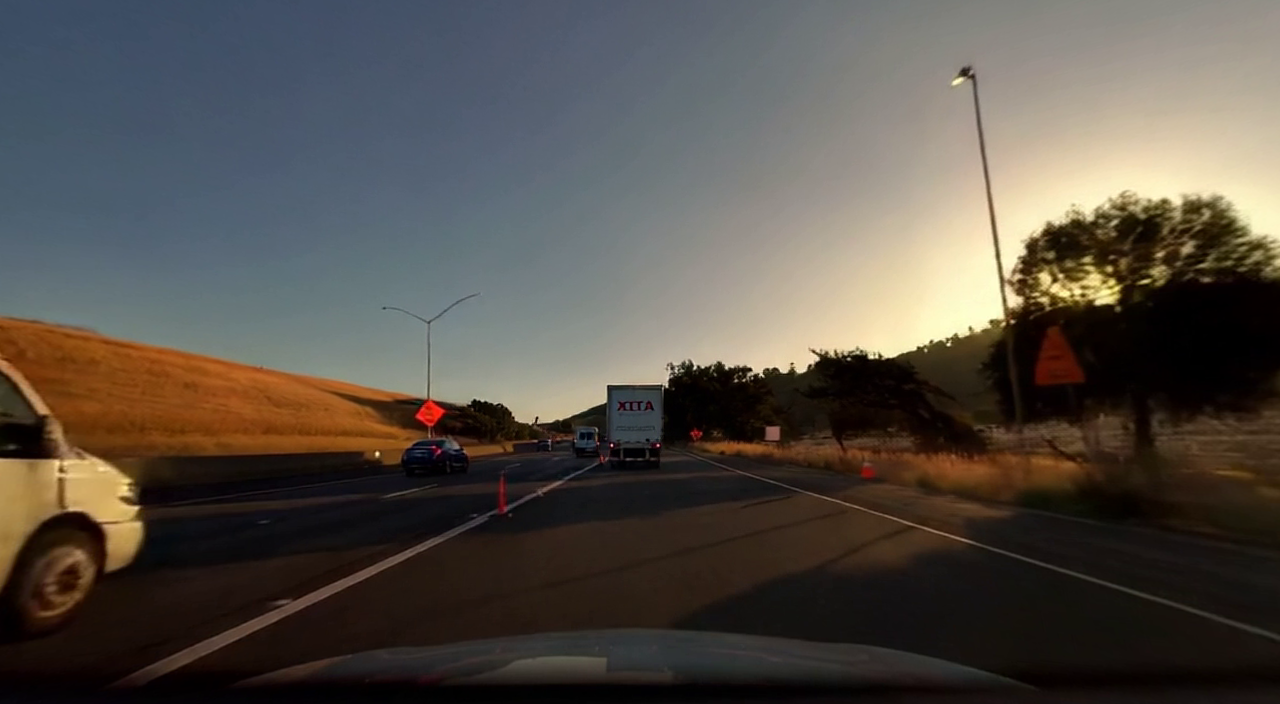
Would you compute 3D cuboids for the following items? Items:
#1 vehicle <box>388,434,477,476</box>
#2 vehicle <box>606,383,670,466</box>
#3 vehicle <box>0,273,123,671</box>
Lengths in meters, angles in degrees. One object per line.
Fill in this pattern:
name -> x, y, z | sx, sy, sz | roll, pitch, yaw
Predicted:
vehicle -> -8.255, 4.149, 25.517 | 1.915, 1.506, 4.594 | 0, -8, 1
vehicle -> -0.171, 4.547, 36.920 | 3.183, 4.011, 9.617 | -1, -11, -1
vehicle -> -4.720, 0.285, 1.017 | 2.584, 2.082, 5.968 | 0, -8, 1
